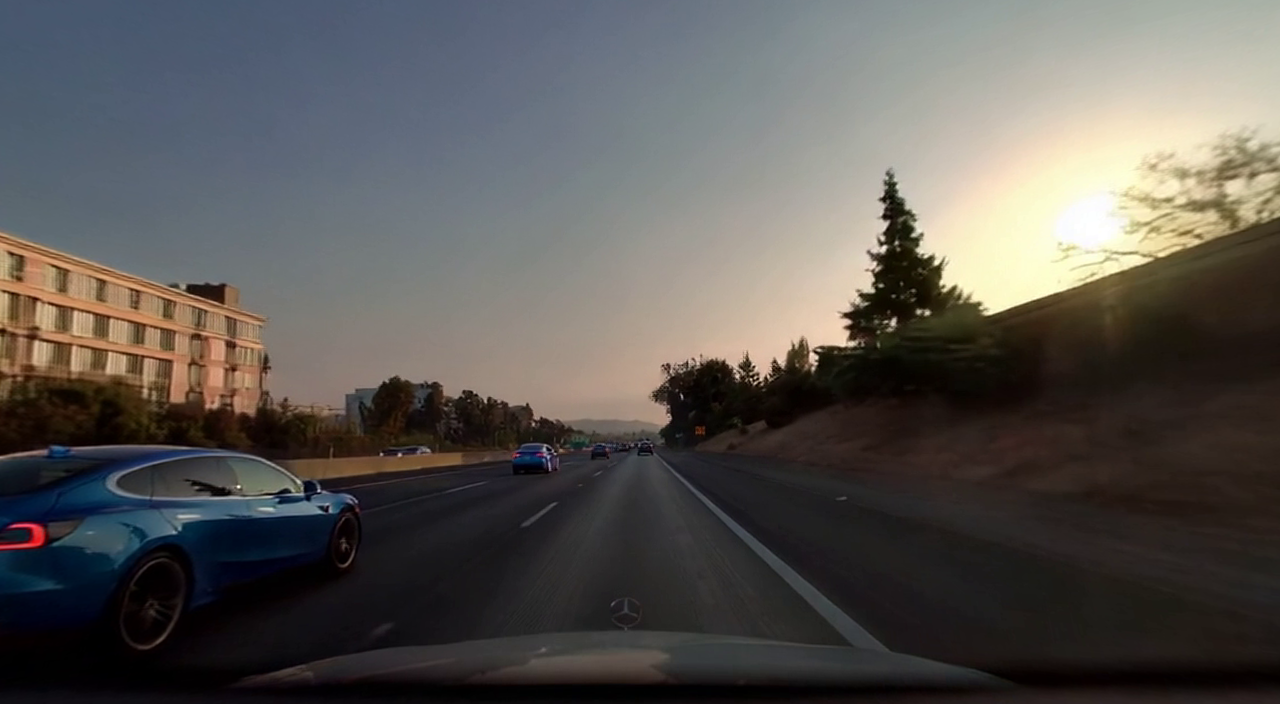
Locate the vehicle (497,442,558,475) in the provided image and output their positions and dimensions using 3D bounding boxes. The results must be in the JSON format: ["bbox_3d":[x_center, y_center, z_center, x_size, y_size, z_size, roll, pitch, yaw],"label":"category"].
[{"bbox_3d":[-5.375,5.142,30.726,2.083,1.471,4.350,0,-8,1],"label":"vehicle"}]
